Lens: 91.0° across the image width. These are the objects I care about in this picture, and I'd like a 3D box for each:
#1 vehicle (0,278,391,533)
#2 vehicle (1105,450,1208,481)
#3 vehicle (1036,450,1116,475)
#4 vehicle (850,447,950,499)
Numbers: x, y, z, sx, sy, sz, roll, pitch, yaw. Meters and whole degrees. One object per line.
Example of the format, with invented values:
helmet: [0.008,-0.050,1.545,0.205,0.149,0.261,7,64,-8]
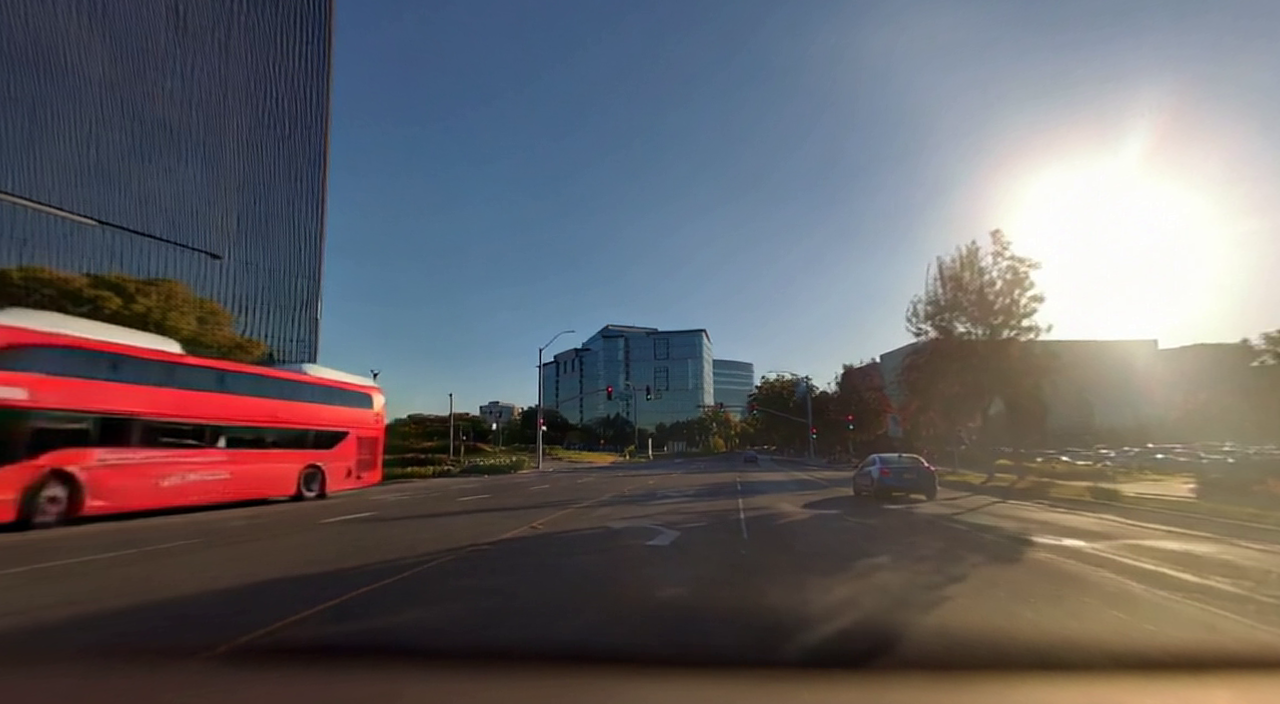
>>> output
vehicle: [-11.911,1.873,16.920,3.110,4.418,13.688,-1,-9,8]
vehicle: [28.334,6.240,34.672,3.824,1.453,1.894,-3,-8,6]
vehicle: [29.270,7.431,42.378,3.896,1.471,1.936,-3,-8,9]
vehicle: [8.476,3.951,20.929,1.993,1.501,4.127,-1,-9,7]
